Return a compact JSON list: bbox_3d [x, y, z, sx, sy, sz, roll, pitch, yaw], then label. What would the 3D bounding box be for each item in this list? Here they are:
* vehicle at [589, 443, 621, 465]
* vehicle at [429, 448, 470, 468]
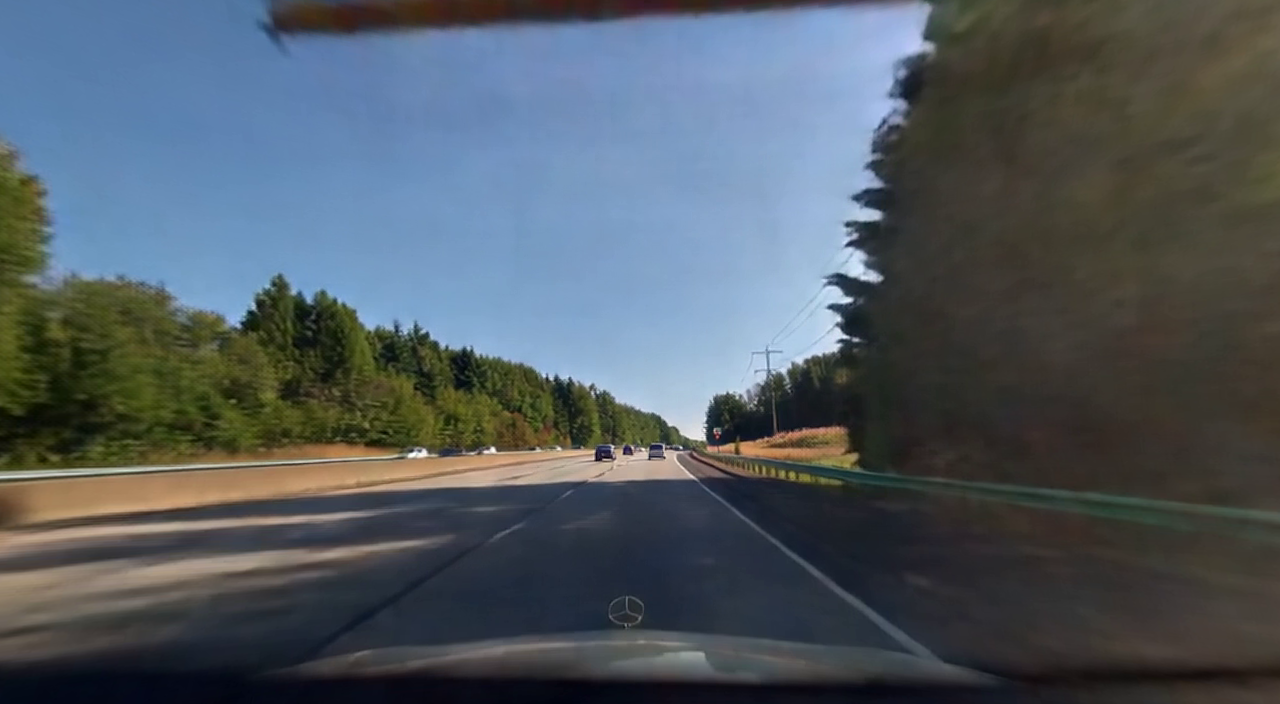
[{"bbox_3d":[-2.632,7.724,47.883,2.021,1.515,4.453,0,-8,2],"label":"vehicle"},{"bbox_3d":[-15.007,8.339,49.708,1.893,1.494,3.933,0,-8,1],"label":"vehicle"}]
